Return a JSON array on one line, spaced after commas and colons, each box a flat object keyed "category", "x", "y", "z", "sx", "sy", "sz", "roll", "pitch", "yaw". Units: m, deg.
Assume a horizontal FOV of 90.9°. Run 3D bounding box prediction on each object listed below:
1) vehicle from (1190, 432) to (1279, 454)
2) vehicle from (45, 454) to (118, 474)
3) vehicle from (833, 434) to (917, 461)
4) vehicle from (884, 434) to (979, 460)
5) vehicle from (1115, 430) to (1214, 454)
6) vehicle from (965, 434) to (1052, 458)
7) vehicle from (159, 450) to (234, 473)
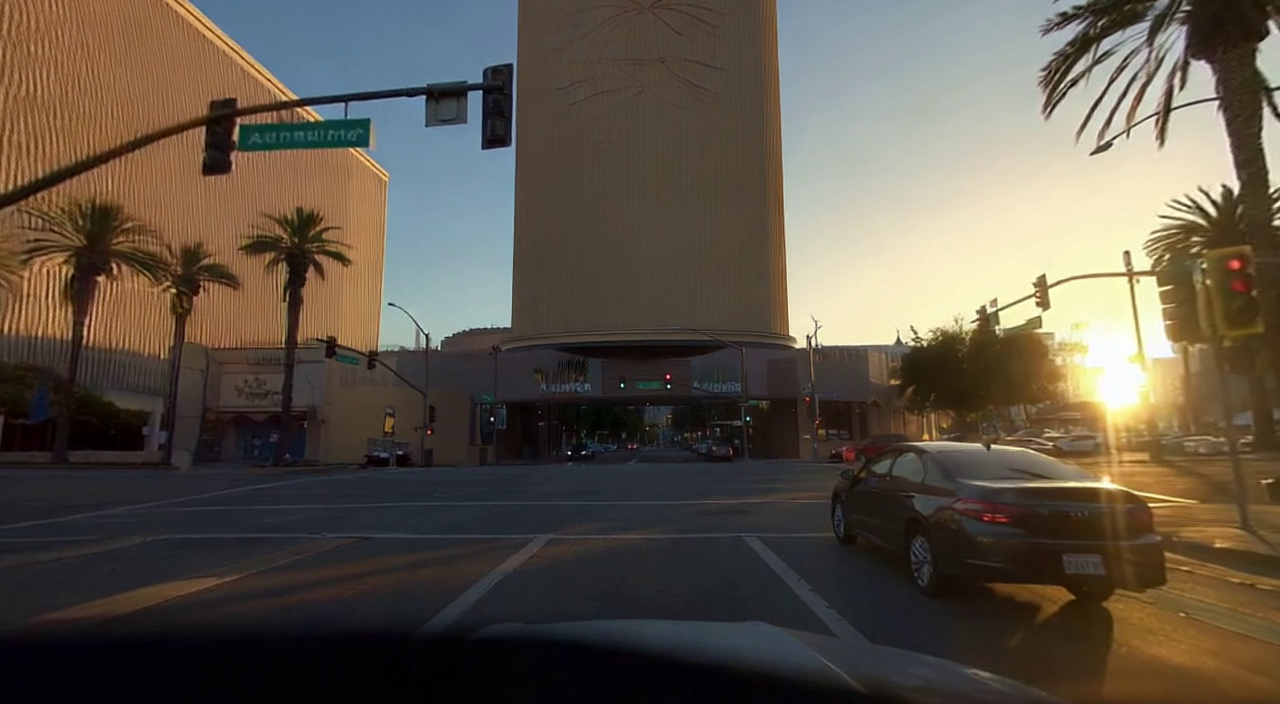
[{"category": "vehicle", "x": 42.295, "y": 6.483, "z": 44.878, "sx": 4.437, "sy": 1.469, "sz": 1.811, "roll": 0, "pitch": -8, "yaw": 0}, {"category": "vehicle", "x": -41.516, "y": 8.326, "z": 46.918, "sx": 3.698, "sy": 1.467, "sz": 1.779, "roll": 0, "pitch": -8, "yaw": 1}, {"category": "vehicle", "x": 15.205, "y": 6.167, "z": 40.863, "sx": 4.648, "sy": 1.665, "sz": 1.910, "roll": 0, "pitch": -8, "yaw": -1}, {"category": "vehicle", "x": 17.087, "y": 5.581, "z": 37.133, "sx": 4.684, "sy": 1.461, "sz": 1.777, "roll": 0, "pitch": -8, "yaw": -1}, {"category": "vehicle", "x": 33.357, "y": 5.759, "z": 40.178, "sx": 4.567, "sy": 1.458, "sz": 1.791, "roll": 0, "pitch": -8, "yaw": 2}, {"category": "vehicle", "x": 23.703, "y": 6.047, "z": 40.604, "sx": 4.423, "sy": 1.465, "sz": 1.798, "roll": 0, "pitch": -8, "yaw": 1}, {"category": "vehicle", "x": -32.967, "y": 8.117, "z": 46.867, "sx": 4.136, "sy": 1.661, "sz": 1.857, "roll": 0, "pitch": -8, "yaw": 1}]
